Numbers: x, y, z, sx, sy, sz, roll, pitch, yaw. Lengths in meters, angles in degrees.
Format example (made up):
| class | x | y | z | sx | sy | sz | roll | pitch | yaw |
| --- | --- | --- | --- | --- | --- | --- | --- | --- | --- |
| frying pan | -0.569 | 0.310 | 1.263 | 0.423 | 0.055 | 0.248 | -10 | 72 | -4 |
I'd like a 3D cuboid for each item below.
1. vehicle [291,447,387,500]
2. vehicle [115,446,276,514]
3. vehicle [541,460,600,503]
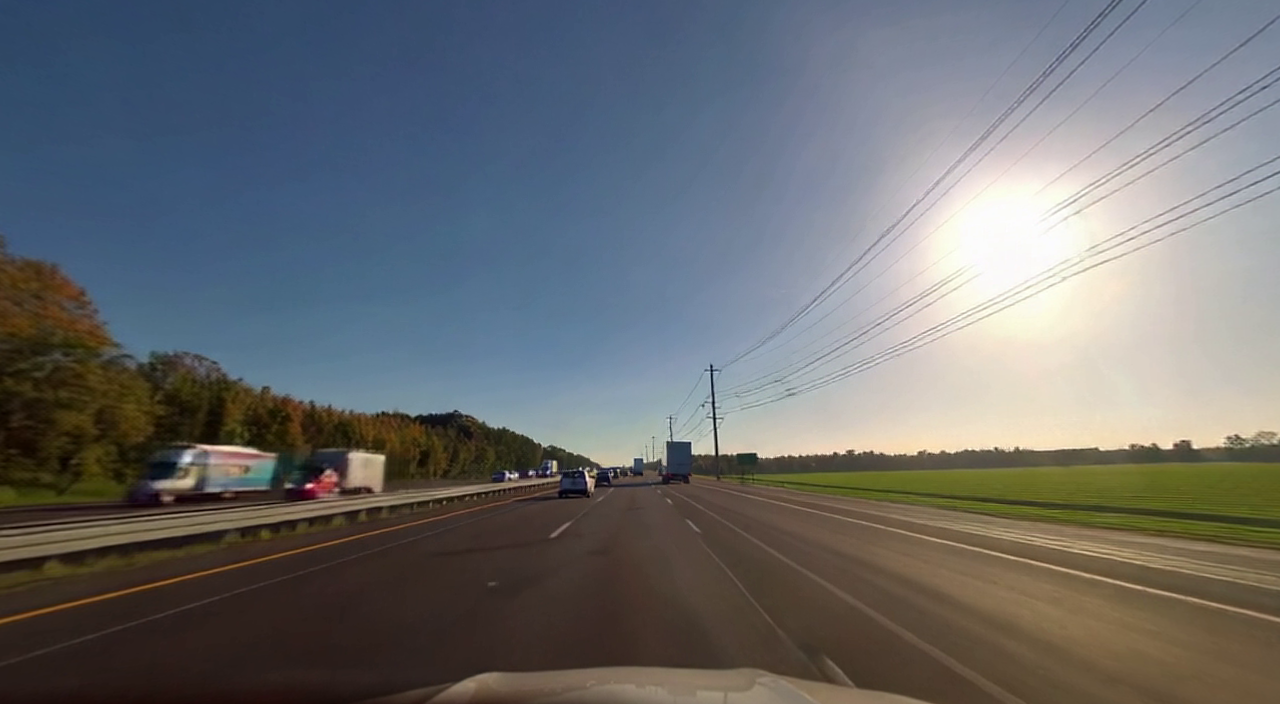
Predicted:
| class | x | y | z | sx | sy | sz | roll | pitch | yaw |
| --- | --- | --- | --- | --- | --- | --- | --- | --- | --- |
| vehicle | -15.982 | 6.513 | 33.877 | 2.316 | 2.515 | 5.621 | 1 | -11 | 0 |
| vehicle | -19.985 | 5.828 | 28.963 | 2.300 | 2.675 | 6.963 | 1 | -11 | -1 |
| vehicle | -2.992 | 5.723 | 28.102 | 2.065 | 1.722 | 4.441 | 1 | -11 | 0 |
